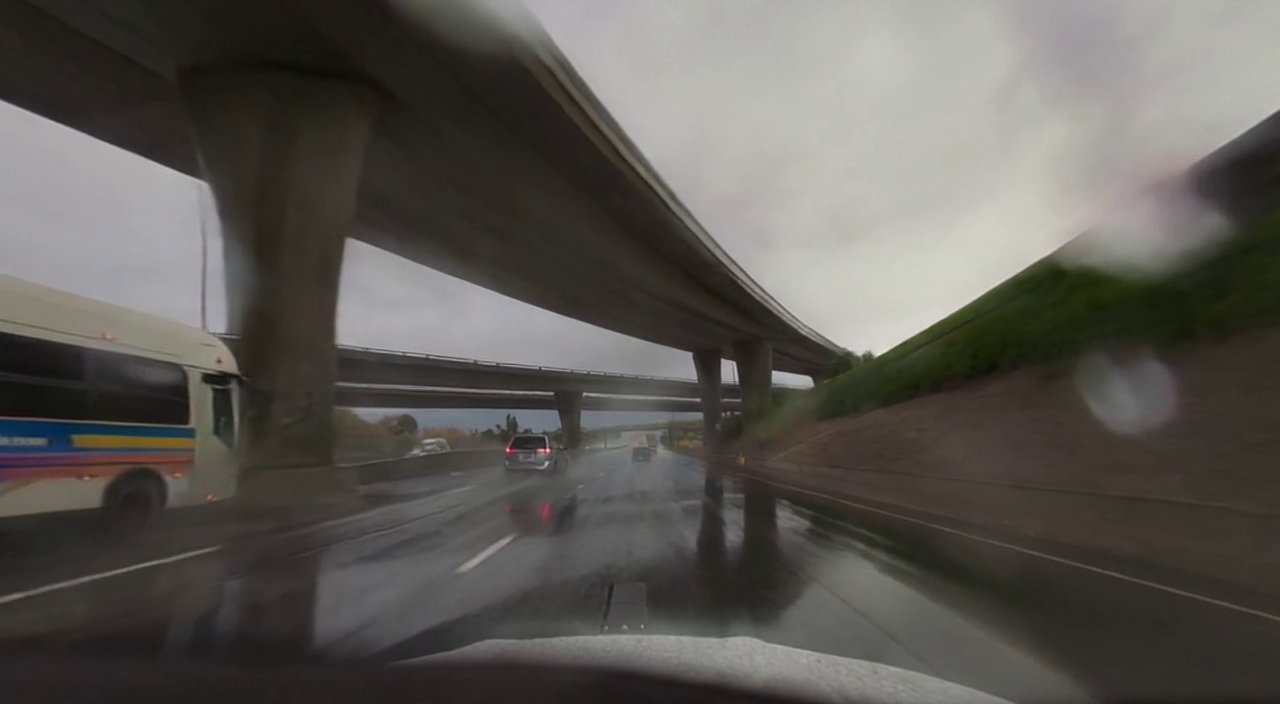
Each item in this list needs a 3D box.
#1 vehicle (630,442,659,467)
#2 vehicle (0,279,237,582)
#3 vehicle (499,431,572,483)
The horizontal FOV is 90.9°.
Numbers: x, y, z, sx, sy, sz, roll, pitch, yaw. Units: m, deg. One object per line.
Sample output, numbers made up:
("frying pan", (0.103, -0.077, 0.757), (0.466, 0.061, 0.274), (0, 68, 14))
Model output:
("vehicle", (0.267, 7.500, 46.070), (2.052, 1.711, 4.223), (0, -9, -1))
("vehicle", (-7.620, 0.658, 5.464), (2.872, 2.890, 7.923), (0, -9, 1))
("vehicle", (-4.167, 4.318, 26.022), (2.147, 1.918, 4.834), (0, -9, 0))
